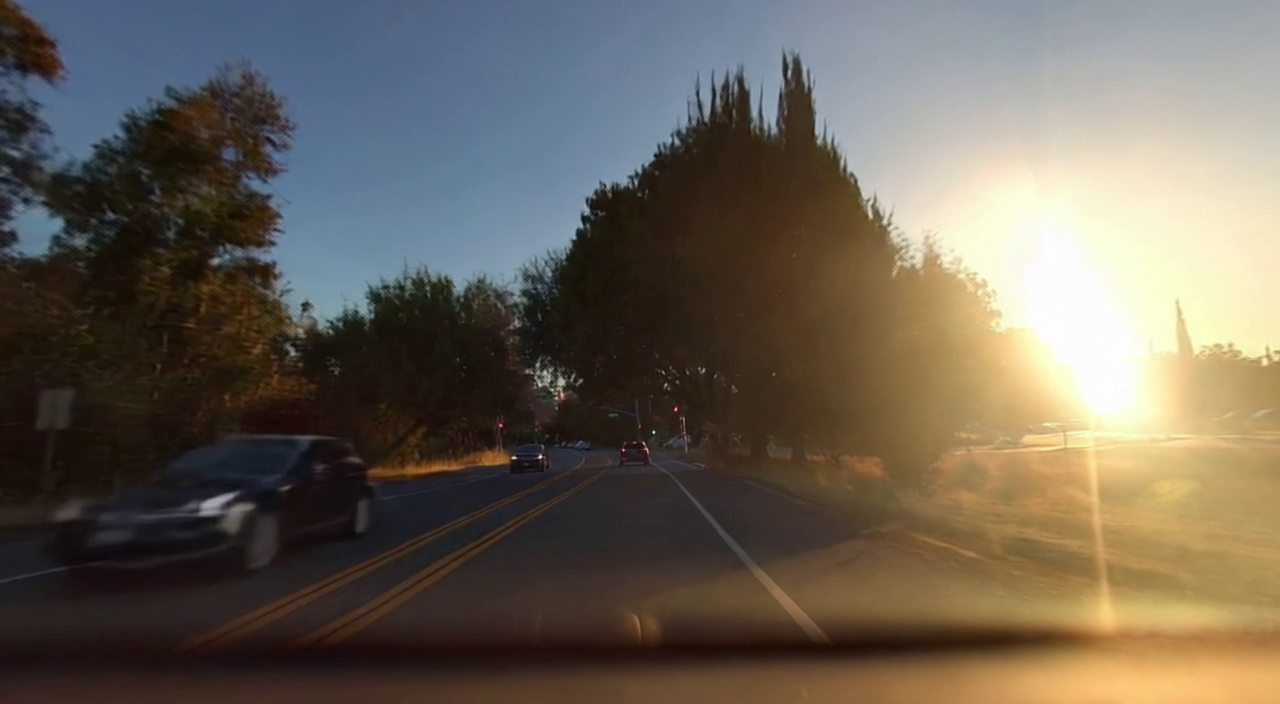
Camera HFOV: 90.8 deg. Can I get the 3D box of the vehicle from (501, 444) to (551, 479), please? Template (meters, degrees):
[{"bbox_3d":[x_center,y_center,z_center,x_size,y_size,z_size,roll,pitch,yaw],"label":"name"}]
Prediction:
[{"bbox_3d":[-6.924,6.667,38.865,2.378,1.853,4.847,-3,-9,-3],"label":"vehicle"}]

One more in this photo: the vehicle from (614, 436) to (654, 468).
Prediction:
[{"bbox_3d":[-0.428,6.921,43.860,2.574,2.059,5.331,0,-9,-1],"label":"vehicle"}]

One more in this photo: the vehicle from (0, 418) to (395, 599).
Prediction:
[{"bbox_3d":[-5.360,1.878,8.550,2.347,1.720,4.687,0,-9,-2],"label":"vehicle"}]
